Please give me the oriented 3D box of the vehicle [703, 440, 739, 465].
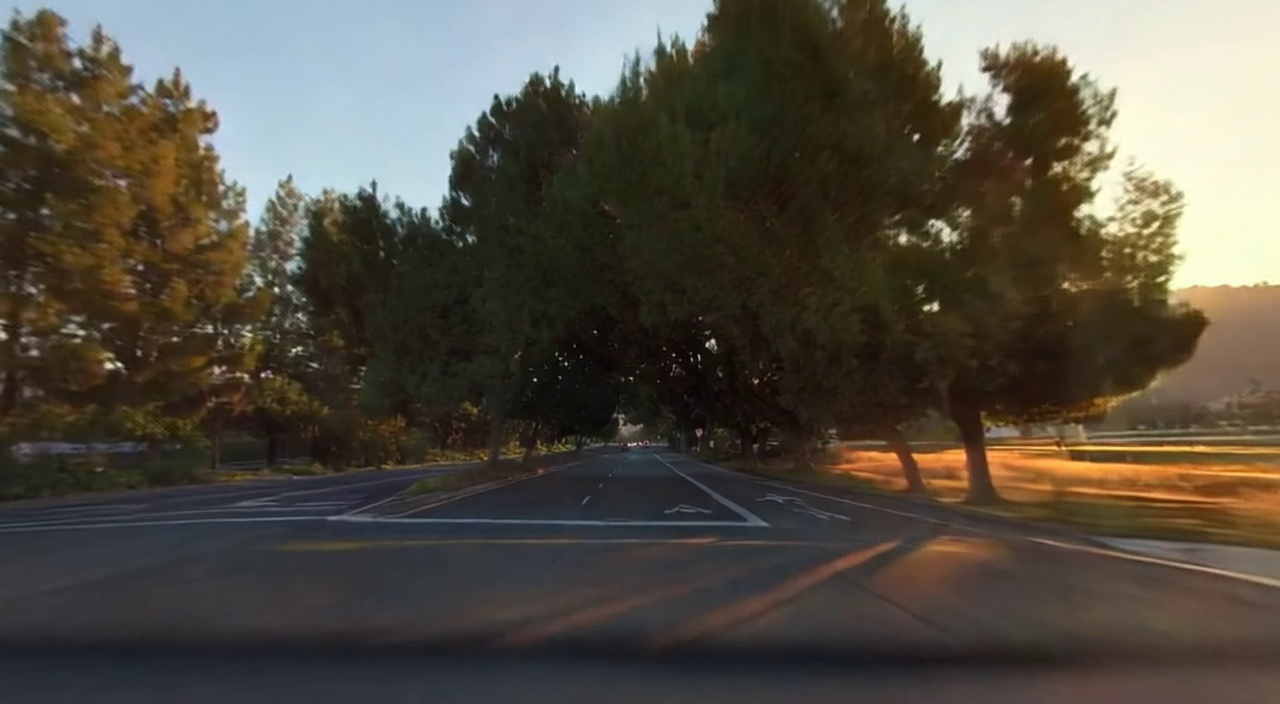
[{"bbox_3d":[5.853,7.346,46.166,2.057,1.688,4.596,0,-8,0],"label":"vehicle"}]
